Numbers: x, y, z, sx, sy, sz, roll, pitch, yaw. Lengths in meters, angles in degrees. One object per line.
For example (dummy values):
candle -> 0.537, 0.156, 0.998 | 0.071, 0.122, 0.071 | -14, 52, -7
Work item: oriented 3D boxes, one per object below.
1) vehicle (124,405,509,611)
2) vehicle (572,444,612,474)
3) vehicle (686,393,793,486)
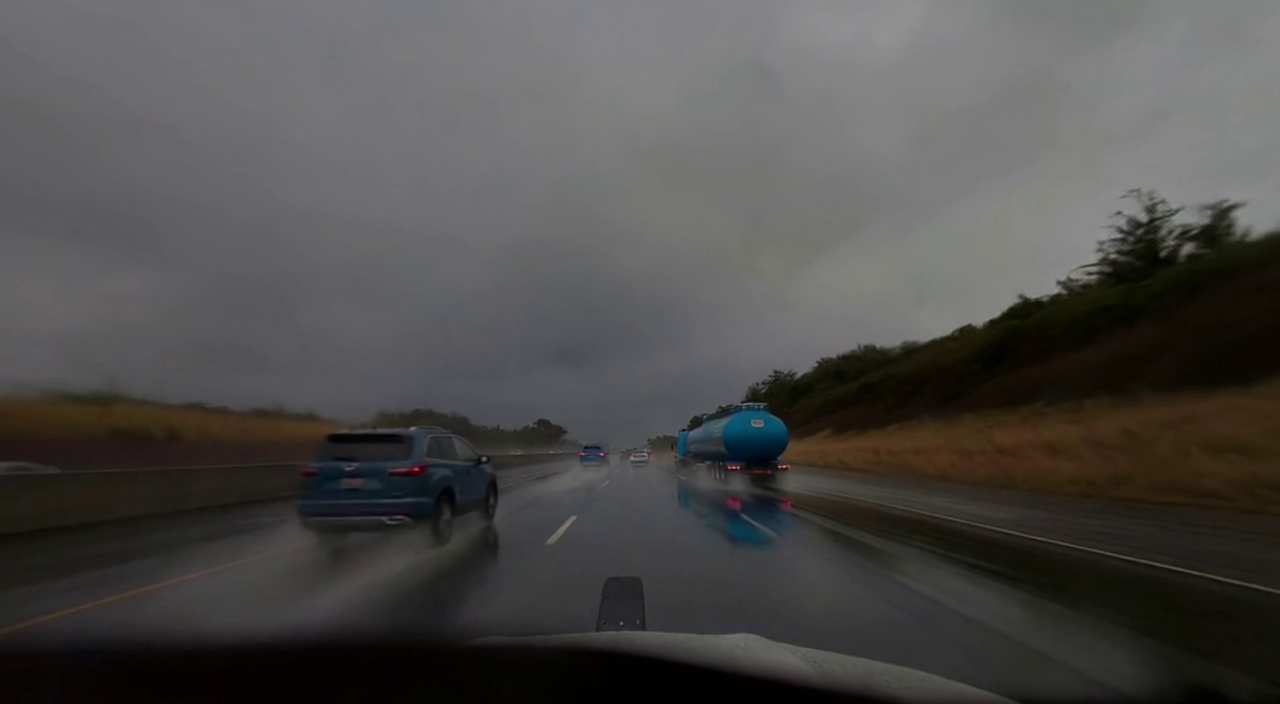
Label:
vehicle -> -3.210, 1.667, 7.681 | 2.249, 1.710, 4.580 | 0, -9, 0
vehicle -> -3.036, 6.895, 40.976 | 2.258, 1.805, 4.665 | 0, -9, 0
vehicle -> 4.429, 4.487, 31.810 | 2.889, 3.606, 13.832 | 0, -9, -1
